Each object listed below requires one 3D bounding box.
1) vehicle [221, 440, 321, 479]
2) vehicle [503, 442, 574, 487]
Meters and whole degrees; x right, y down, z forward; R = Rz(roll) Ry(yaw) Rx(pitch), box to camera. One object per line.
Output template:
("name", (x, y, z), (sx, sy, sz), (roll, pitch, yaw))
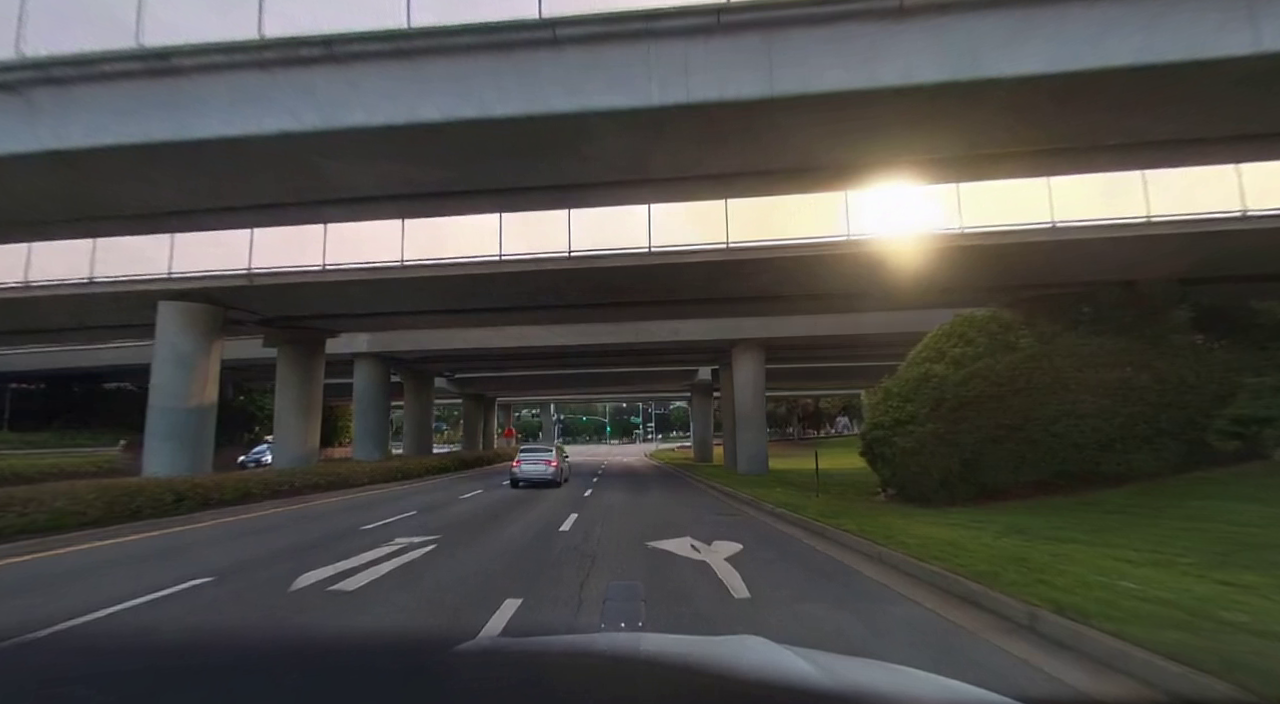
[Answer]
("vehicle", (-18.534, 5.416, 31.957), (2.196, 1.834, 4.766), (0, -9, -1))
("vehicle", (-3.578, 4.050, 23.000), (1.963, 1.460, 4.614), (0, -9, -2))
